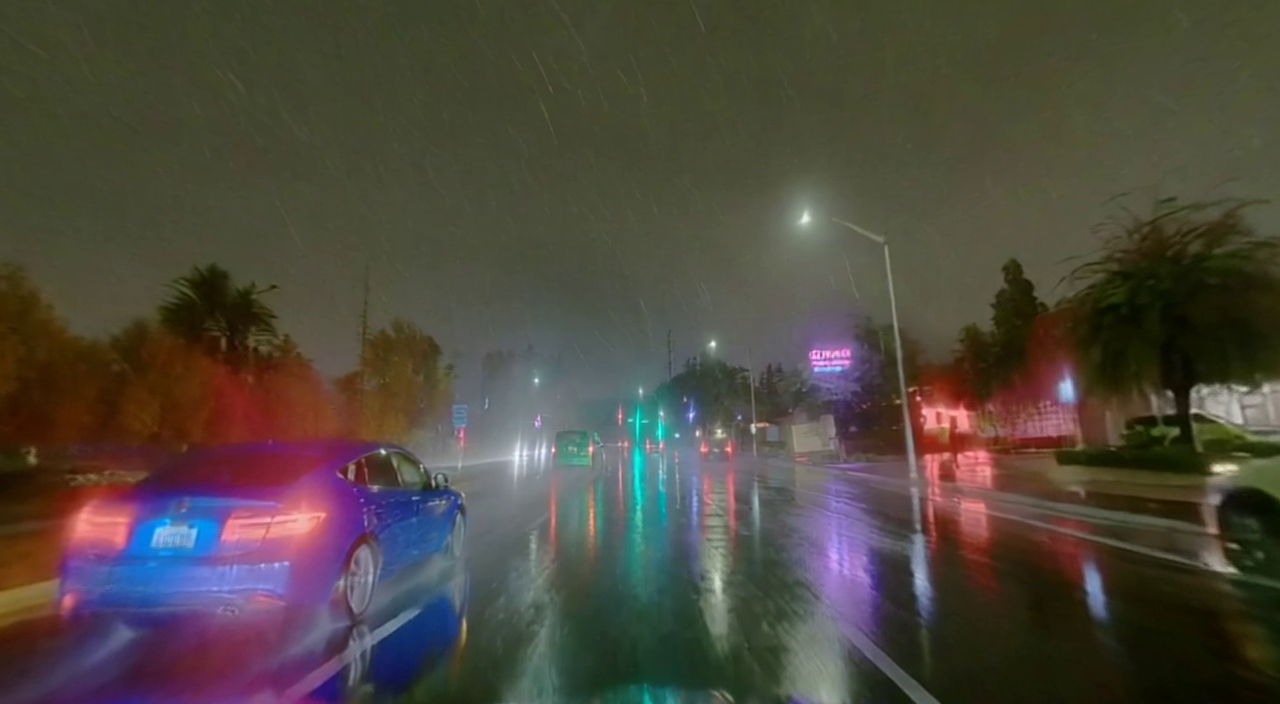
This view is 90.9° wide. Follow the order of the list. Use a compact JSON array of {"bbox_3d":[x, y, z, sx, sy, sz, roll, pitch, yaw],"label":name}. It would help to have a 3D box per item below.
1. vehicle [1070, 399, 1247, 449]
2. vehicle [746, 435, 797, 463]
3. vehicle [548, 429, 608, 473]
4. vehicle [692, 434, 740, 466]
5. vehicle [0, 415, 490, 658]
[{"bbox_3d":[20.948,2.981,25.667,5.166,1.870,2.317,0,-9,-3],"label":"vehicle"},{"bbox_3d":[7.631,5.672,36.960,1.942,1.481,4.447,0,-8,-1],"label":"vehicle"},{"bbox_3d":[-2.687,4.445,28.474,2.193,1.788,4.603,0,-8,1],"label":"vehicle"},{"bbox_3d":[3.825,5.025,32.409,1.904,1.490,4.299,0,-8,-1],"label":"vehicle"},{"bbox_3d":[-3.123,1.476,6.300,1.956,1.460,4.802,0,-8,2],"label":"vehicle"}]
